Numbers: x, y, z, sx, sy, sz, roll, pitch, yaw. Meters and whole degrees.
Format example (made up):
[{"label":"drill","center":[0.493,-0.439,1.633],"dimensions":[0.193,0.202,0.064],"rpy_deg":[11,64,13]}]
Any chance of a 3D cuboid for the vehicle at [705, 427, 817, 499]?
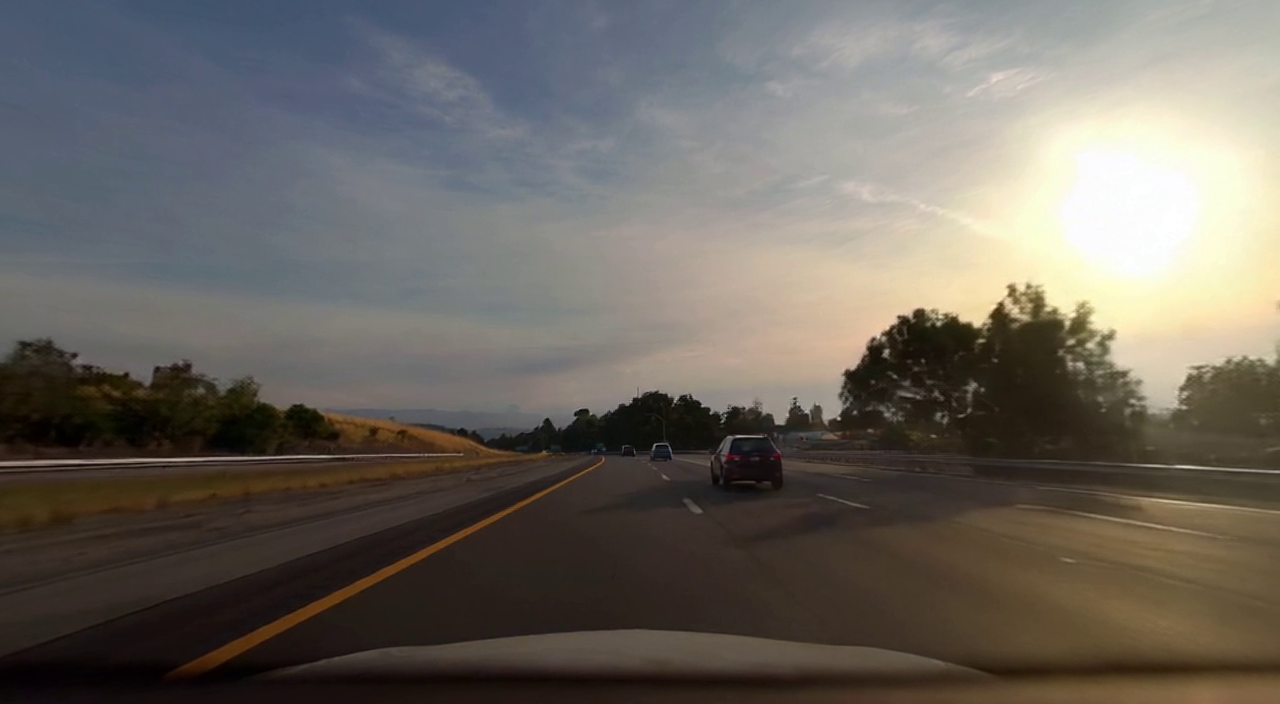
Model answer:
[{"label":"vehicle","center":[3.298,3.145,18.343],"dimensions":[2.141,1.785,4.778],"rpy_deg":[0,-8,-2]}]
